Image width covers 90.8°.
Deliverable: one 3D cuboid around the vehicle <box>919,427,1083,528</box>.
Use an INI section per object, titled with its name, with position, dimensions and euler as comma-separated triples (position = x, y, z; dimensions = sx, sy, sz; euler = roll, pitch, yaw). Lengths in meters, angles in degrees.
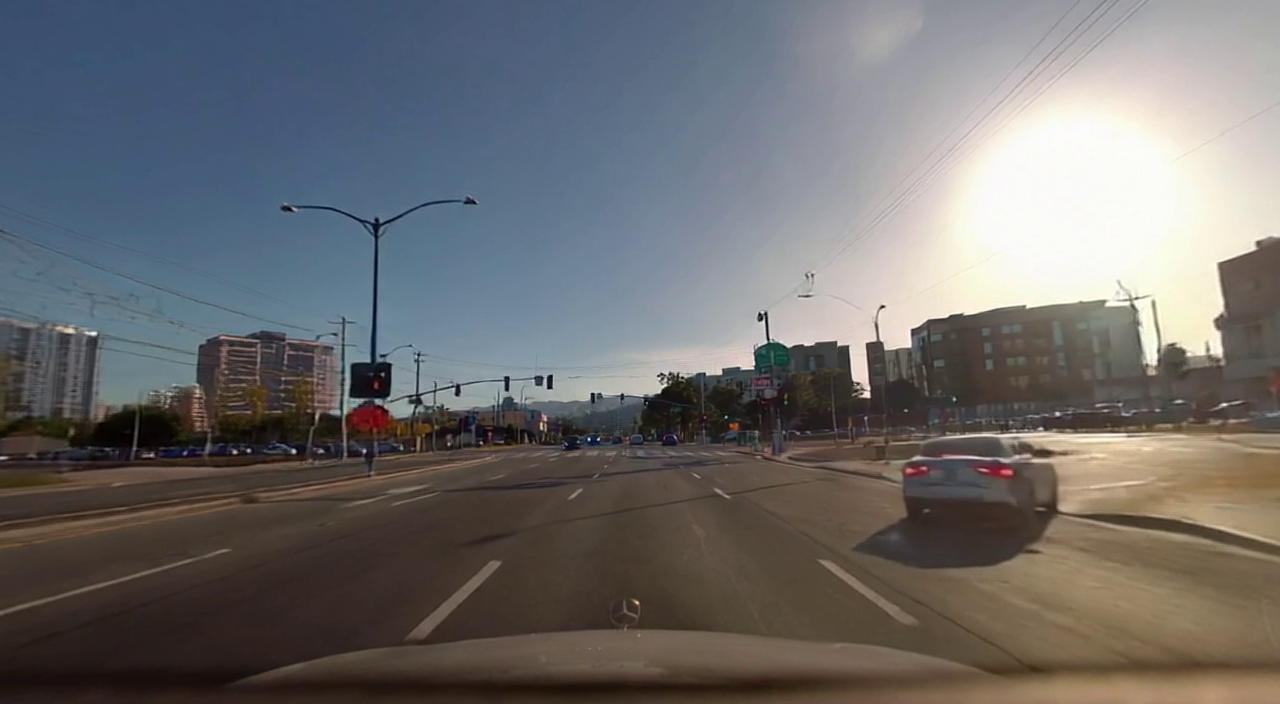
[vehicle]
position = 6.555, 2.226, 11.959
dimensions = 2.113, 1.470, 4.867
euler = -4, -9, 25
